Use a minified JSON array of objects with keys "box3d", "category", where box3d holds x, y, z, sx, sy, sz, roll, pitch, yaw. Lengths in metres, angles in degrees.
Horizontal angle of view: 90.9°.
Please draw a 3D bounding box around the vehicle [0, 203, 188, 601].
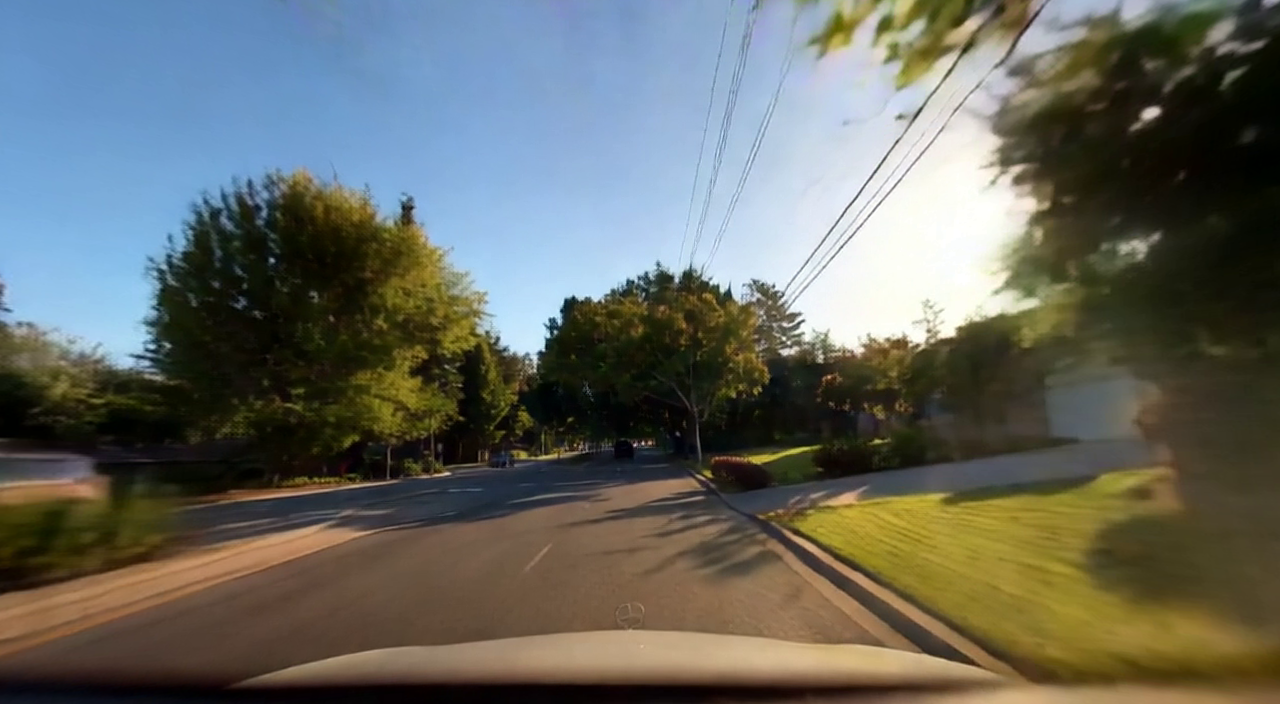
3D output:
[{"box3d":[-7.031,0.567,6.327,2.365,3.642,3.374,-4,-8,2],"category":"vehicle"}]
